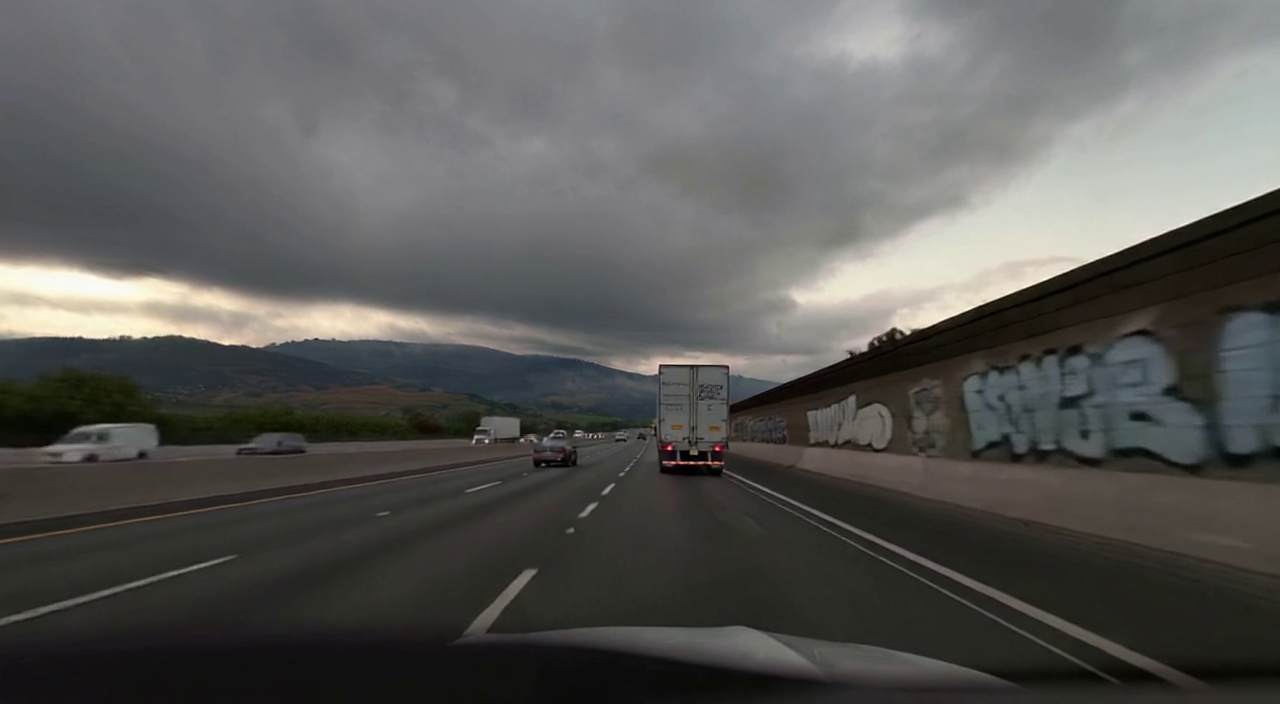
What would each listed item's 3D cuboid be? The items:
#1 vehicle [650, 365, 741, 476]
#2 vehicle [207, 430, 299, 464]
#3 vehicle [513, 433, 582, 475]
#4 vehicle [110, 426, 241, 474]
[{"bbox_3d":[1.967,3.035,26.819,2.921,3.765,10.773,0,-8,0],"label":"vehicle"},{"bbox_3d":[-17.382,4.264,28.513,1.751,1.411,3.738,0,-8,0],"label":"vehicle"},{"bbox_3d":[-3.668,4.111,25.797,1.982,1.535,4.519,0,-8,2],"label":"vehicle"},{"bbox_3d":[-13.839,2.915,19.021,1.451,1.315,3.210,0,-8,1],"label":"vehicle"}]
